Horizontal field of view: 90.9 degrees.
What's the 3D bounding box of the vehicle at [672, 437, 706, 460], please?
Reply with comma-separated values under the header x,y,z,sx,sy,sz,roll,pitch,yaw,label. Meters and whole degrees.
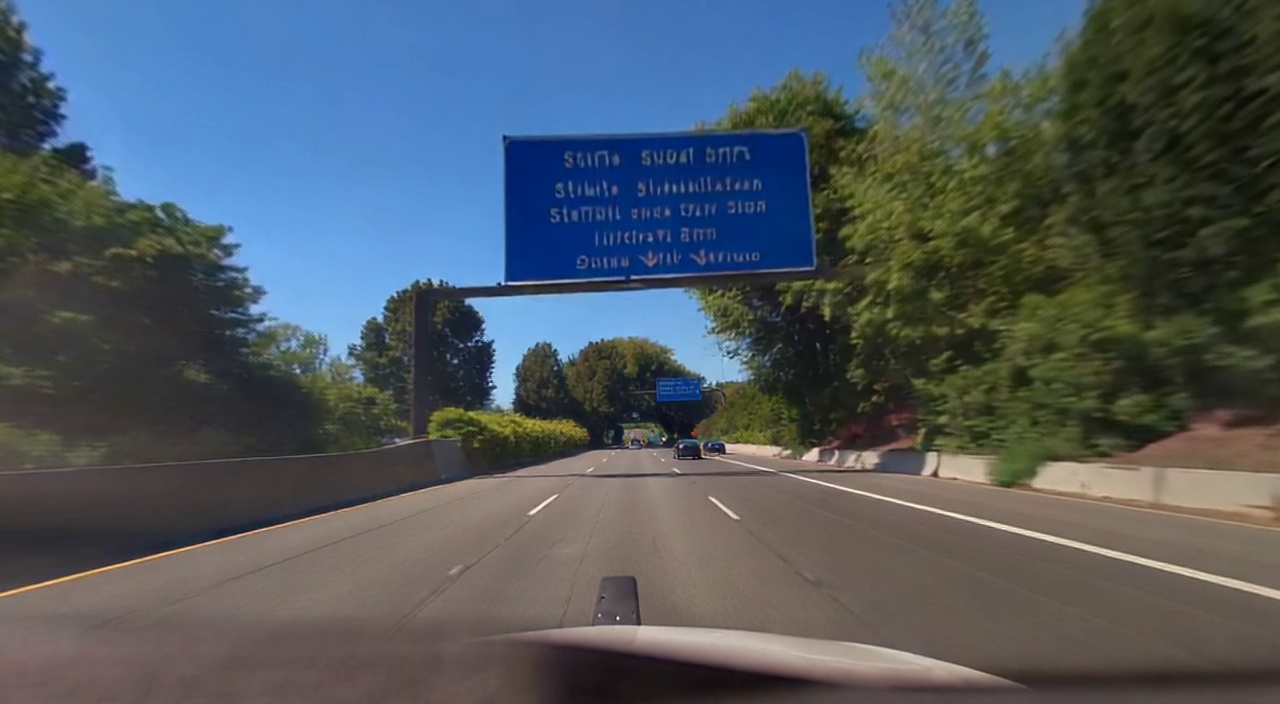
x,y,z,sx,sy,sz,roll,pitch,yaw,label
3.249,6.486,42.415,1.819,1.468,3.770,0,-8,-2,vehicle
